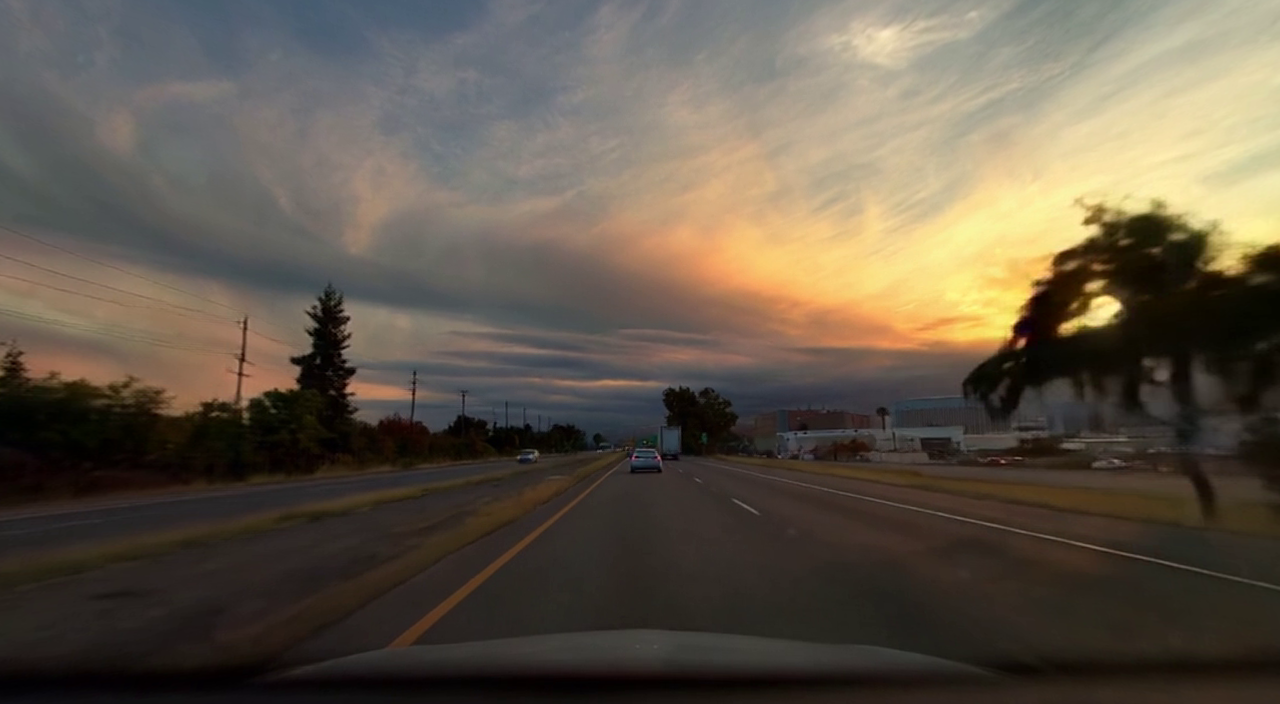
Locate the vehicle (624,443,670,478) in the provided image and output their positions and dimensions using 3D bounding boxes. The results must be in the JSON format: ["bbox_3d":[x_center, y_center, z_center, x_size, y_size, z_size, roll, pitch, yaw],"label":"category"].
[{"bbox_3d":[0.293,5.114,30.011,2.045,1.527,4.023,0,-9,0],"label":"vehicle"}]
